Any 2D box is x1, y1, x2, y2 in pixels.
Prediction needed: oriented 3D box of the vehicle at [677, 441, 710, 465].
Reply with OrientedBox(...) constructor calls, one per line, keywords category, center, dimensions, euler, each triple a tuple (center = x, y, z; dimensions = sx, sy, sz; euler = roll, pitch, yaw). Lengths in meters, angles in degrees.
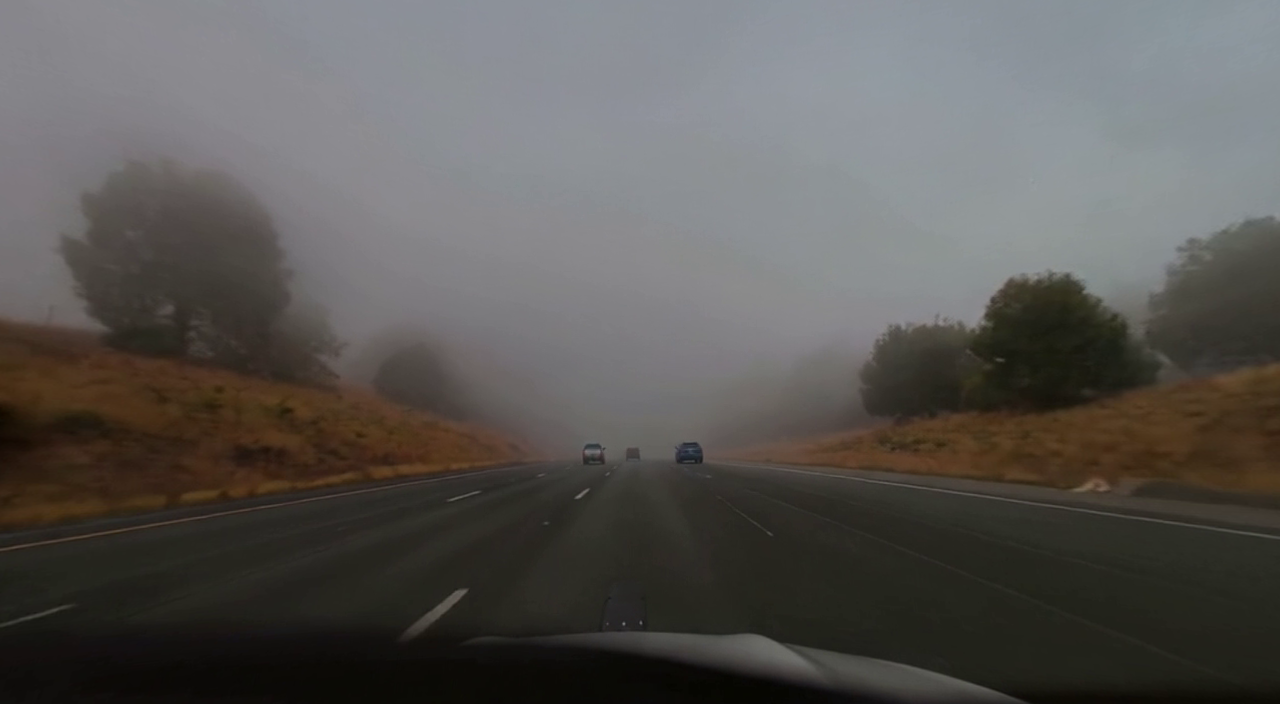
OrientedBox(category="vehicle", center=(4.008, 7.677, 48.066), dimensions=(1.995, 1.712, 4.206), euler=(0, -8, -2))
